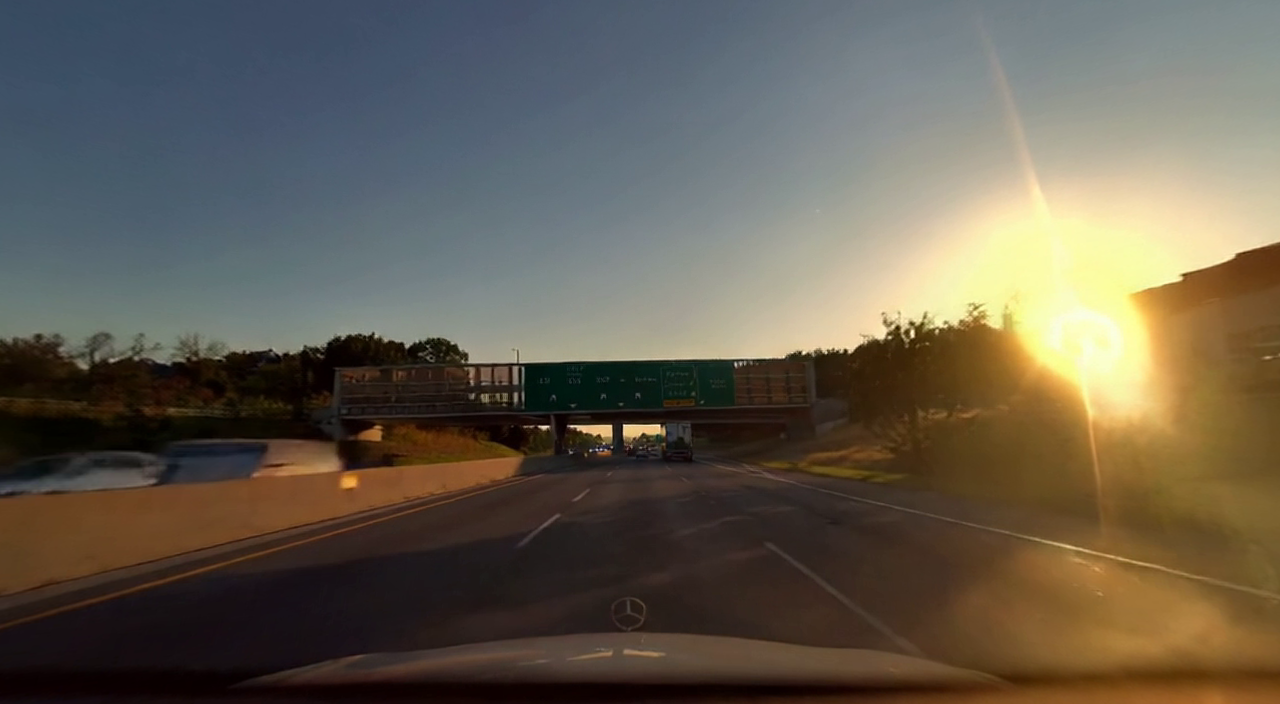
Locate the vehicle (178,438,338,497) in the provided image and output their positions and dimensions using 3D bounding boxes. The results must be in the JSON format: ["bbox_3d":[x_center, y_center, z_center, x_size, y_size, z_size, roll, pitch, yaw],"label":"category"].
[{"bbox_3d":[-11.326,3.448,19.171,1.990,1.545,4.519,0,-9,1],"label":"vehicle"}]
